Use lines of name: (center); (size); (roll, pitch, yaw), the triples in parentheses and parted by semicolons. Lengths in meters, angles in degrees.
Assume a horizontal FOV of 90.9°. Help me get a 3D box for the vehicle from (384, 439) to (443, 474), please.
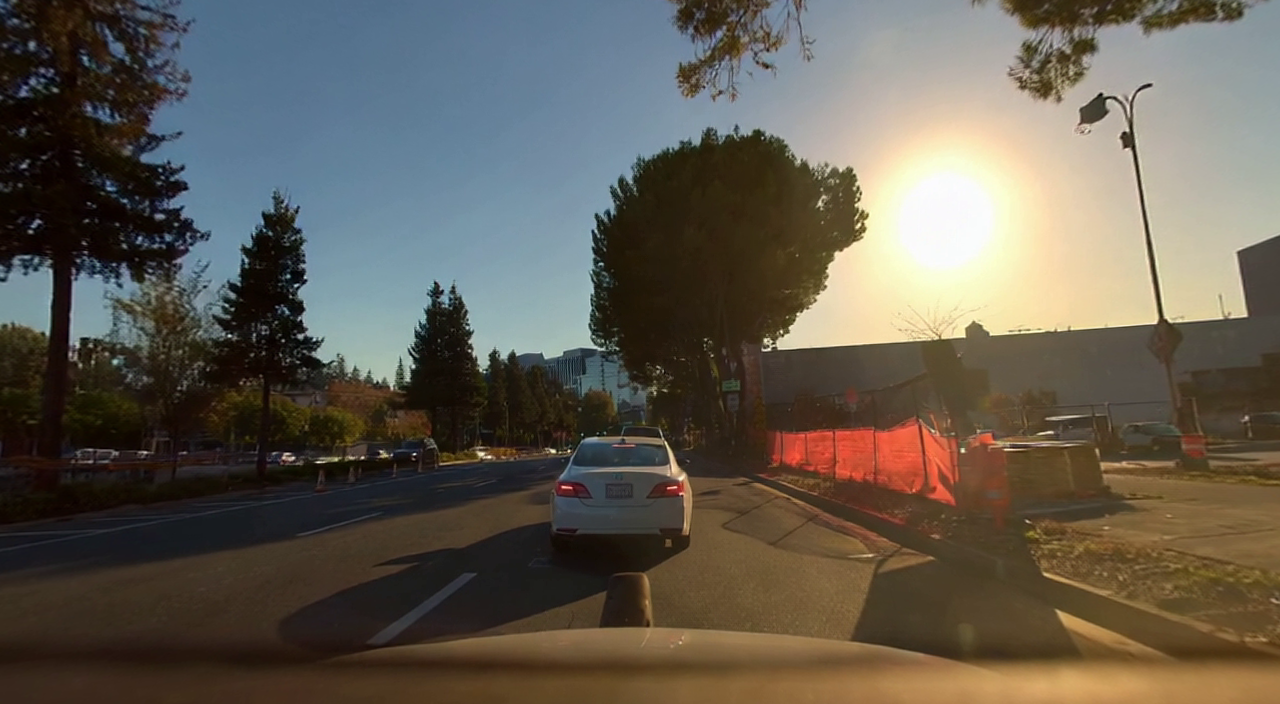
vehicle: (-10.304, 4.673, 28.455); (2.072, 1.465, 4.394); (4, -9, -24)

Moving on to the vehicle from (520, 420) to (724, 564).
vehicle: (-0.192, 1.756, 8.660); (2.112, 1.482, 4.076); (0, -8, 0)
